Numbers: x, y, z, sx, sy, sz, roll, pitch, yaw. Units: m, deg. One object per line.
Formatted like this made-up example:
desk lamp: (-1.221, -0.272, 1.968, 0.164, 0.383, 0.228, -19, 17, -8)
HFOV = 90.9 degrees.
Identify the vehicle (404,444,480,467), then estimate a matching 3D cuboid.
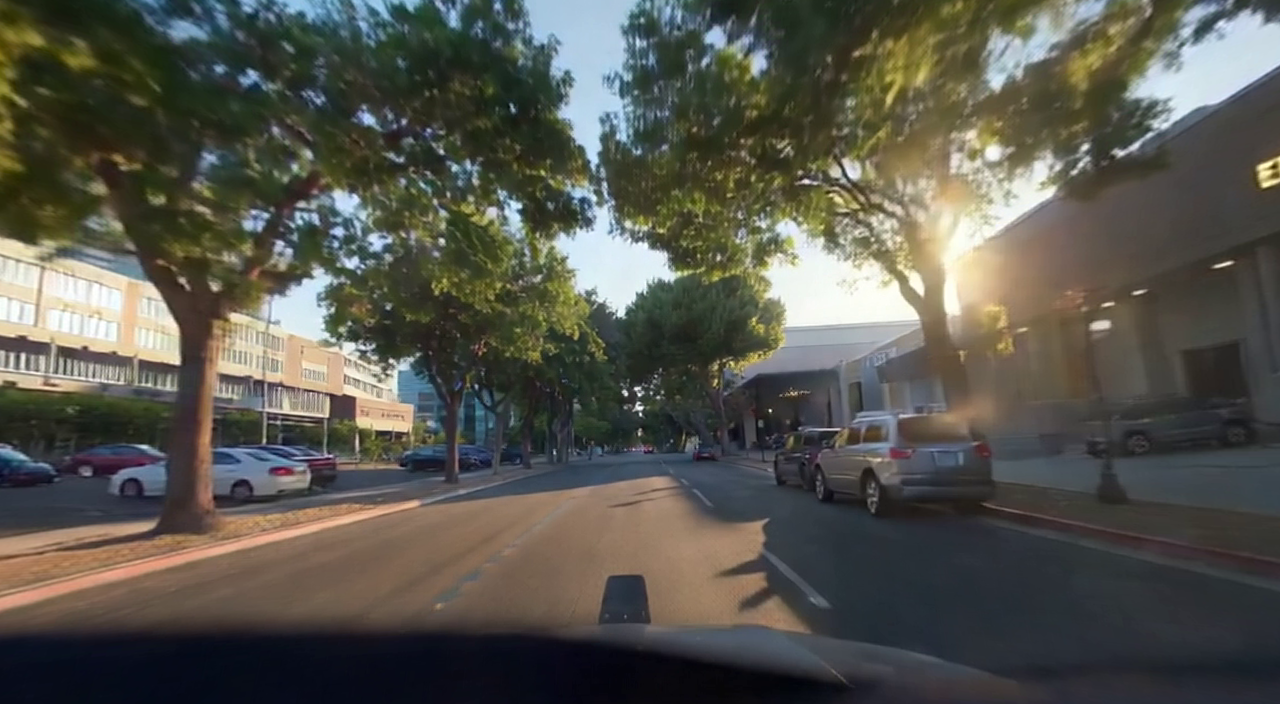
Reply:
vehicle: (-14.532, 7.660, 46.612, 4.954, 1.614, 2.227, 0, -9, -5)

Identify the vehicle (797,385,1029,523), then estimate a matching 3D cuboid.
vehicle: (5.783, 2.341, 14.727, 2.596, 2.509, 6.178, 0, -9, 0)

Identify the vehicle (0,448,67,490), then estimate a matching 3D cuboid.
vehicle: (-25.545, 4.645, 25.254, 1.982, 1.565, 4.910, 3, -9, -19)

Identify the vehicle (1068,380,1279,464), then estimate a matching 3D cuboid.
vehicle: (19.074, 2.678, 23.152, 2.341, 2.648, 6.024, 1, -8, -1)

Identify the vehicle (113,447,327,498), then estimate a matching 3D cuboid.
vehicle: (-13.064, 3.763, 19.880, 5.269, 1.491, 2.133, -1, -9, 2)
